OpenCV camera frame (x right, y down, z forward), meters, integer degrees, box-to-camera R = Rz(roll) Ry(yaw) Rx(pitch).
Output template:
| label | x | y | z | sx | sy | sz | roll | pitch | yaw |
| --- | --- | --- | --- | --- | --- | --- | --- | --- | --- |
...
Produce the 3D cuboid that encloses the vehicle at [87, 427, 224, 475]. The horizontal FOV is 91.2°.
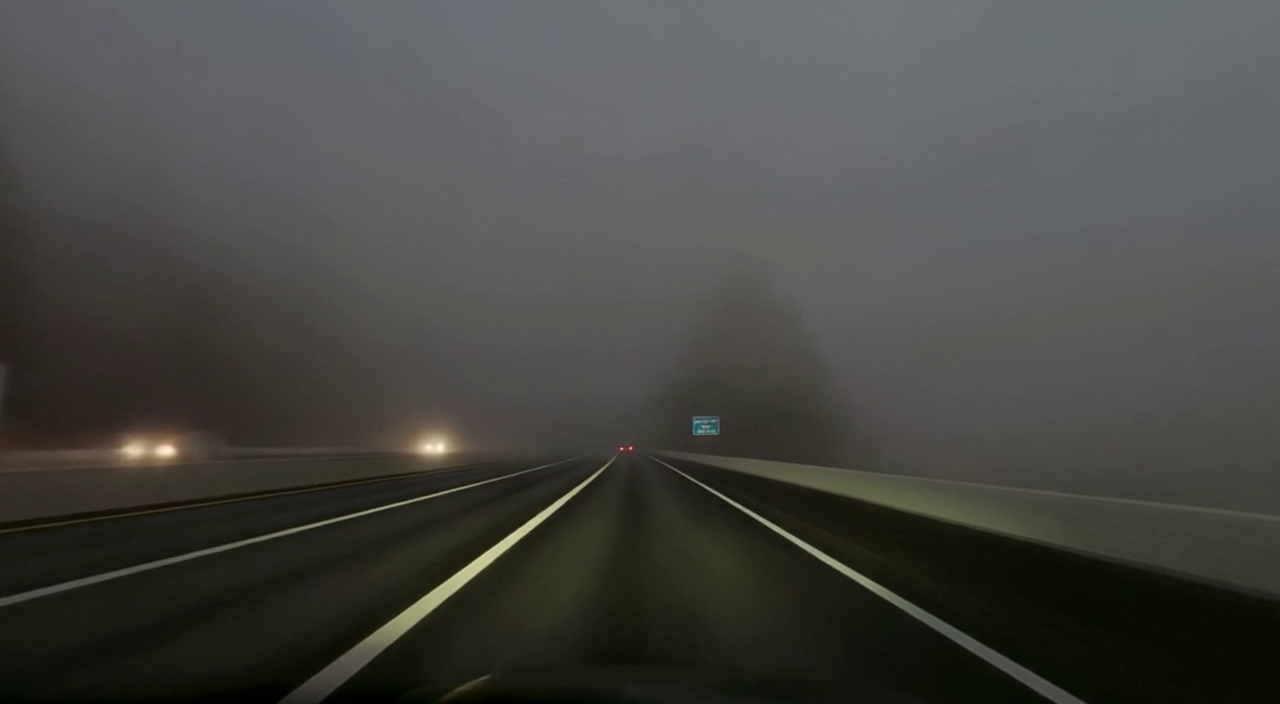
| label | x | y | z | sx | sy | sz | roll | pitch | yaw |
| --- | --- | --- | --- | --- | --- | --- | --- | --- | --- |
| vehicle | -21.242 | 4.372 | 27.855 | 2.056 | 1.882 | 4.990 | 0 | -9 | 0 |
